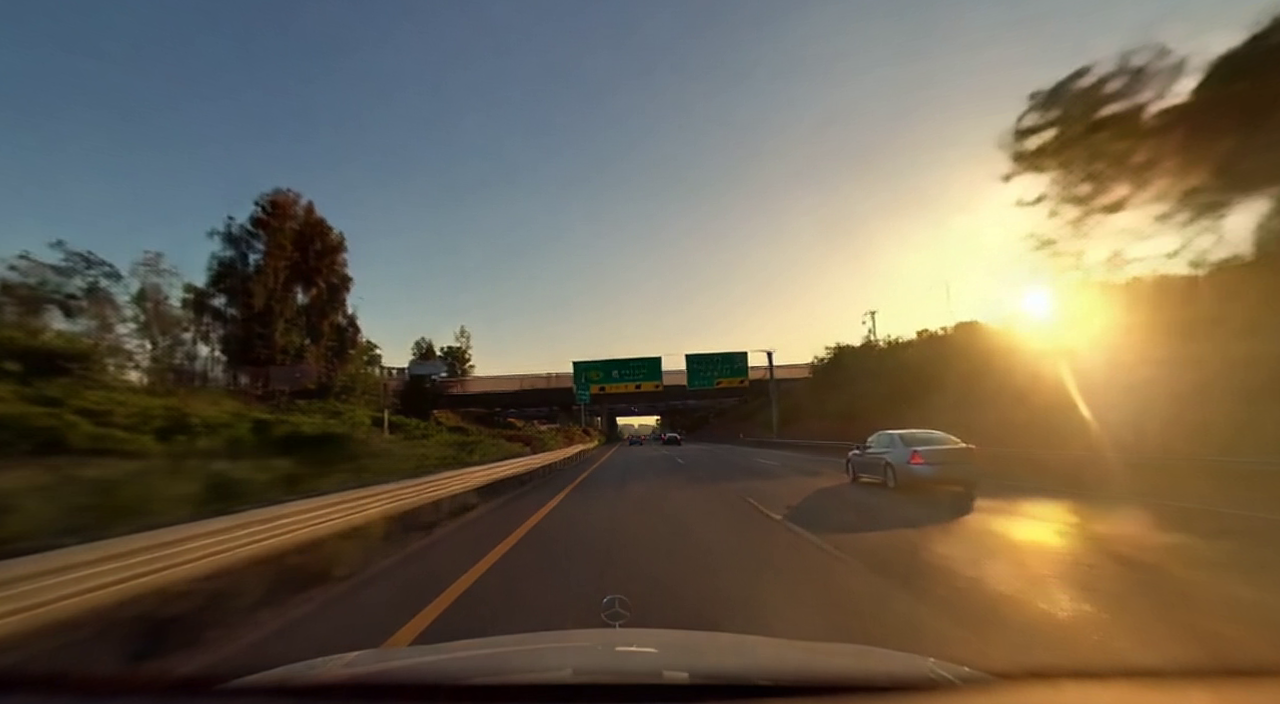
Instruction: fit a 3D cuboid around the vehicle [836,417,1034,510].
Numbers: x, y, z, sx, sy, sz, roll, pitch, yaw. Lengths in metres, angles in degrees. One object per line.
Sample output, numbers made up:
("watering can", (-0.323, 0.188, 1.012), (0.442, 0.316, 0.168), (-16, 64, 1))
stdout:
("vehicle", (5.726, 2.194, 12.929), (1.940, 1.578, 4.122), (0, -8, -2))
